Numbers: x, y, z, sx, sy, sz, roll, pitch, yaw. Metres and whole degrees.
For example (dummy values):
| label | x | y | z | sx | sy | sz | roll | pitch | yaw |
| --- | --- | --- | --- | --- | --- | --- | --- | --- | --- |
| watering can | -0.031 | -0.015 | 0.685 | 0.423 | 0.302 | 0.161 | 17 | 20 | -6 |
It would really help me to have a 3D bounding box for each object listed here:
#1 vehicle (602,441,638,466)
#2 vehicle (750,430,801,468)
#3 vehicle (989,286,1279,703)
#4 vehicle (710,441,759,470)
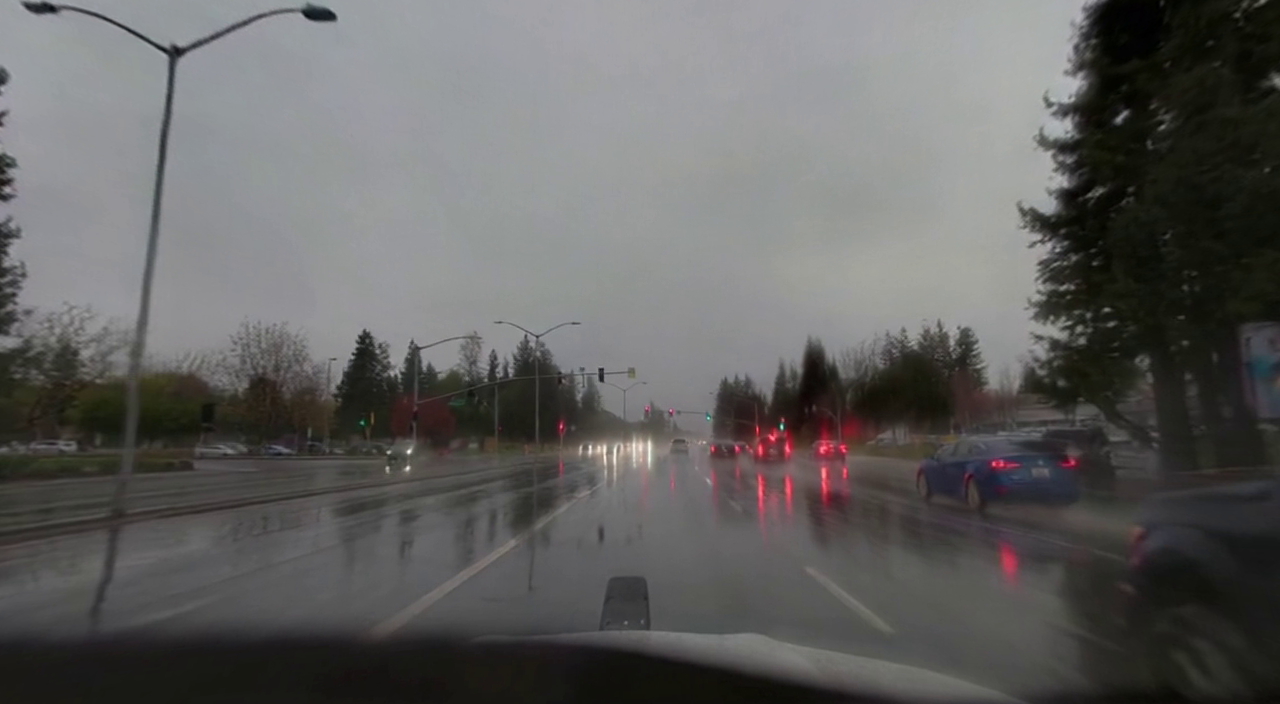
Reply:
| label | x | y | z | sx | sy | sz | roll | pitch | yaw |
| --- | --- | --- | --- | --- | --- | --- | --- | --- | --- |
| vehicle | -1.303 | 6.811 | 42.451 | 1.958 | 1.542 | 4.175 | -1 | -9 | 5 |
| vehicle | 8.419 | 6.102 | 39.791 | 2.186 | 2.202 | 5.426 | 0 | -8 | 2 |
| vehicle | 3.234 | 0.498 | 0.789 | 2.333 | 1.777 | 5.713 | 0 | -8 | 0 |
| vehicle | 5.393 | 5.986 | 36.653 | 2.292 | 1.563 | 4.734 | 0 | -8 | 2 |
